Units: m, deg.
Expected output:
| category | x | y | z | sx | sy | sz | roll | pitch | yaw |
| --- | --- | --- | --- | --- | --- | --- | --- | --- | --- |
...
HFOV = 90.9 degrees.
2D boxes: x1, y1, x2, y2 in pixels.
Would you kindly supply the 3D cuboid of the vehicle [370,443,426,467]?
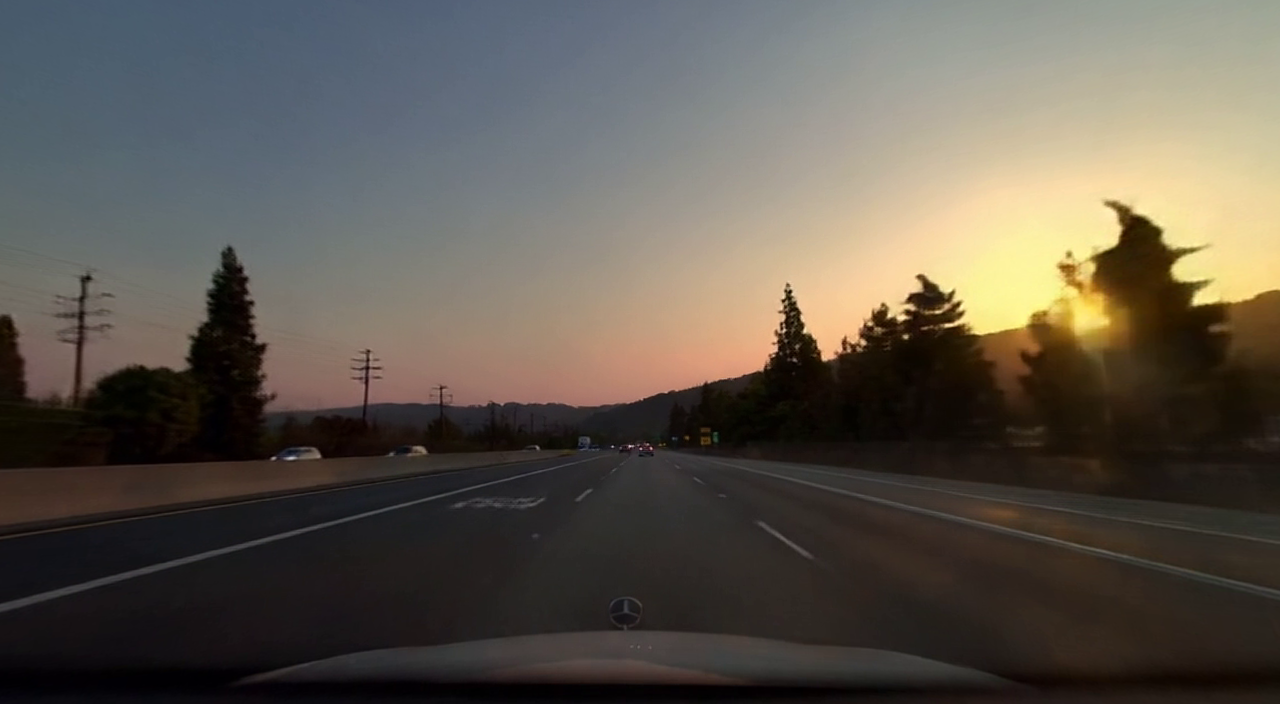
| category | x | y | z | sx | sy | sz | roll | pitch | yaw |
| --- | --- | --- | --- | --- | --- | --- | --- | --- | --- |
| vehicle | -17.249 | 7.381 | 45.265 | 2.062 | 1.597 | 4.765 | 0 | -9 | 1 |
